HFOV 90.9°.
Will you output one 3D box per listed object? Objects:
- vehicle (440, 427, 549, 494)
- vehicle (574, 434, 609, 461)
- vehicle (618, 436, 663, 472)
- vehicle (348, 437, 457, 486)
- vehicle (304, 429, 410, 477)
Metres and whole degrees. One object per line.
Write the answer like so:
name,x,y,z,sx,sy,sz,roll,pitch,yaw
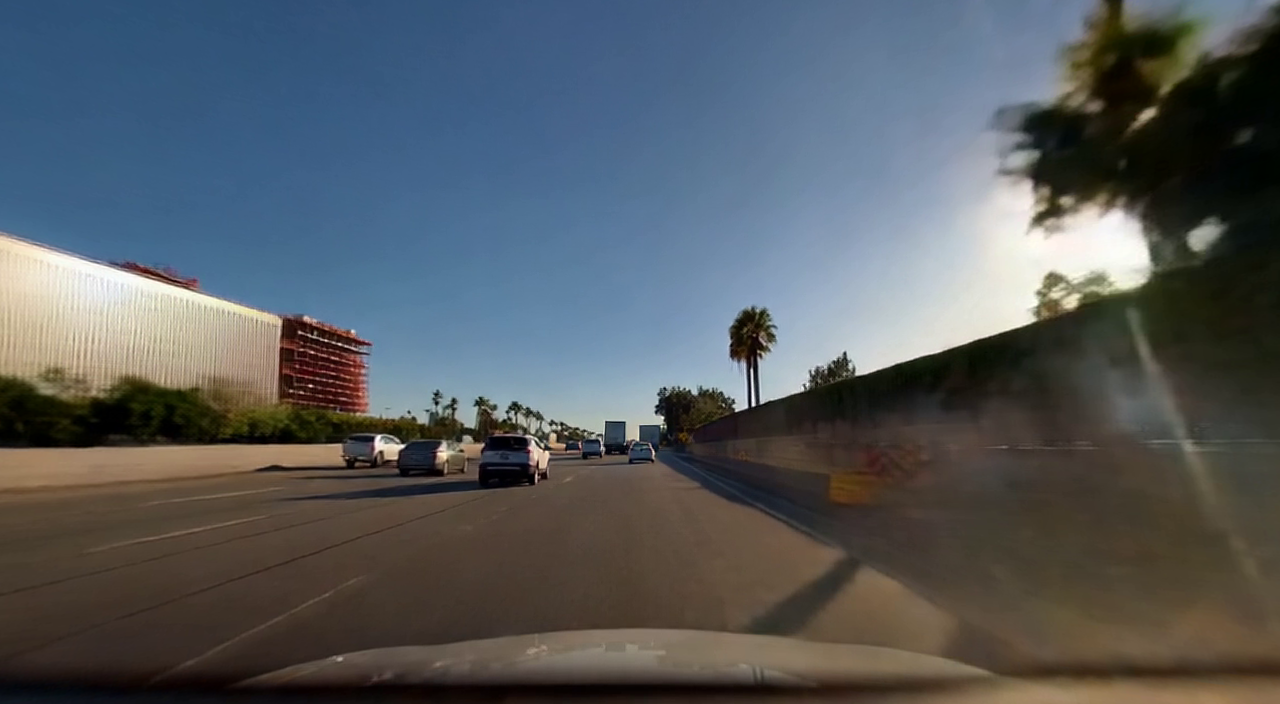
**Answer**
vehicle,-4.168,3.186,18.937,2.108,1.740,4.549,0,-8,1
vehicle,-3.674,7.374,48.791,2.203,1.958,4.848,0,-8,2
vehicle,0.060,5.114,31.935,2.136,1.678,4.052,0,-8,1
vehicle,-7.953,3.683,21.595,1.949,1.476,4.410,0,-8,1
vehicle,-11.899,4.273,26.999,2.077,1.829,5.101,0,-8,1
